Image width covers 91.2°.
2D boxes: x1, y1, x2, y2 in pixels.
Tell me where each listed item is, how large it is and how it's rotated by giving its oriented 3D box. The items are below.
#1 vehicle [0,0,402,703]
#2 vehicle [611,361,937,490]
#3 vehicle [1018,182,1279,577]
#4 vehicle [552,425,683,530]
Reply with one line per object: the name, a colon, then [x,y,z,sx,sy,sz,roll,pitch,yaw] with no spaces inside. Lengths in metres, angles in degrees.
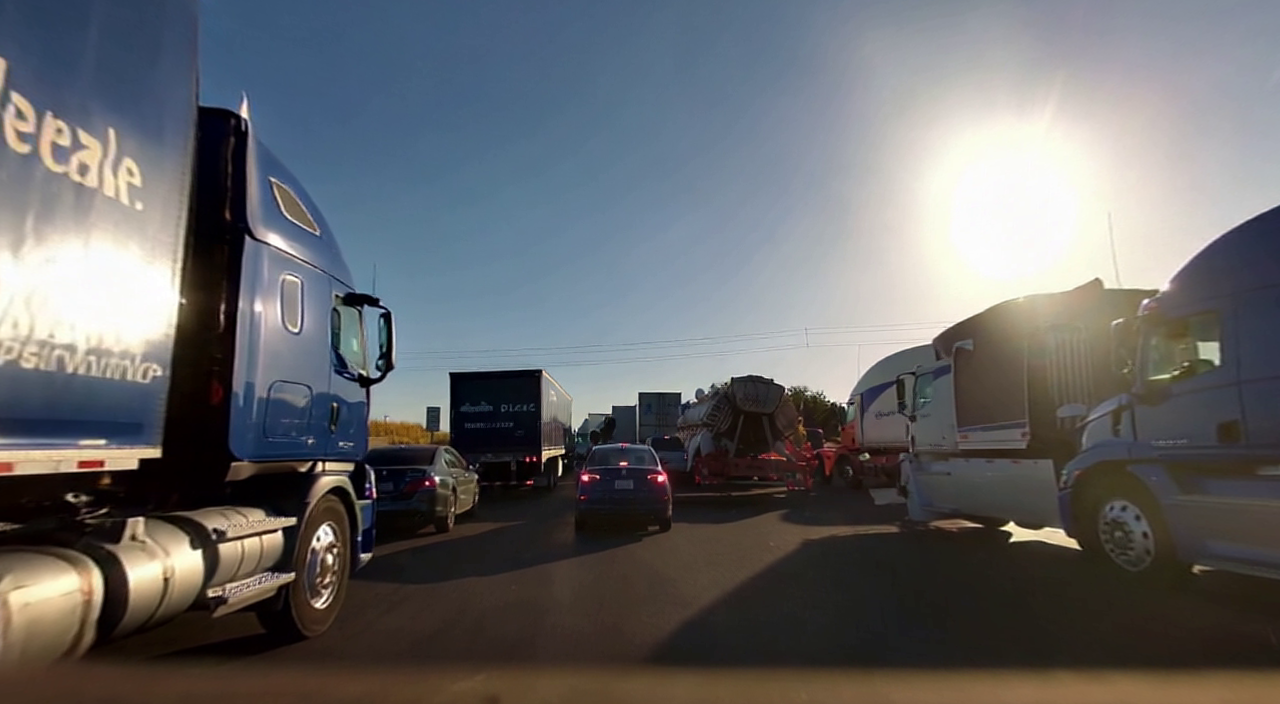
vehicle: [-3.949,0.080,2.074,2.986,3.391,9.523,0,-9,-3]
vehicle: [4.447,3.260,26.560,2.877,4.124,14.516,4,-9,-41]
vehicle: [11.159,-0.107,4.717,13.564,4.152,3.110,-9,-12,42]
vehicle: [-0.386,2.368,12.277,2.140,1.682,3.971,0,-9,0]
